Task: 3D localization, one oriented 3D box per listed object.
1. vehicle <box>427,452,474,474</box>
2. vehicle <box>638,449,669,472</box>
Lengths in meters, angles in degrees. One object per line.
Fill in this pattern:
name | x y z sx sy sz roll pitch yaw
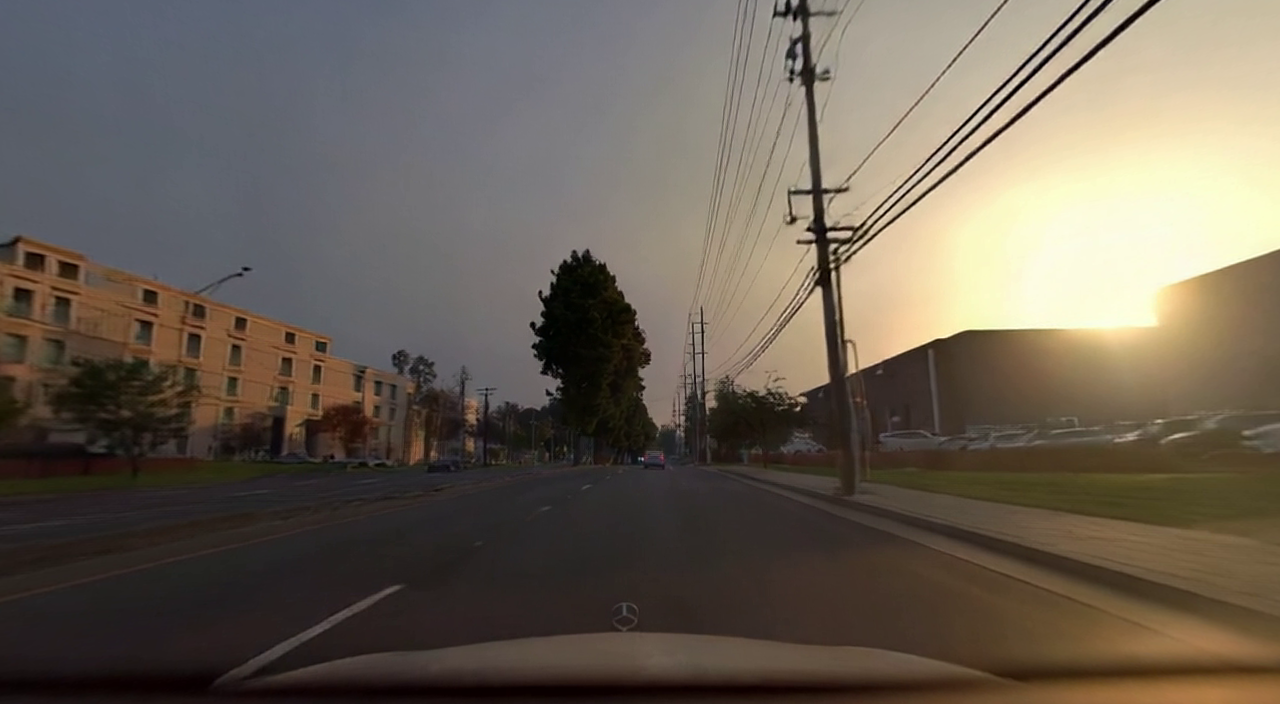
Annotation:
vehicle | -13.424 7.884 44.908 1.831 1.474 4.352 -1 -8 2
vehicle | 0.932 7.628 44.499 2.114 1.492 4.453 0 -8 1
